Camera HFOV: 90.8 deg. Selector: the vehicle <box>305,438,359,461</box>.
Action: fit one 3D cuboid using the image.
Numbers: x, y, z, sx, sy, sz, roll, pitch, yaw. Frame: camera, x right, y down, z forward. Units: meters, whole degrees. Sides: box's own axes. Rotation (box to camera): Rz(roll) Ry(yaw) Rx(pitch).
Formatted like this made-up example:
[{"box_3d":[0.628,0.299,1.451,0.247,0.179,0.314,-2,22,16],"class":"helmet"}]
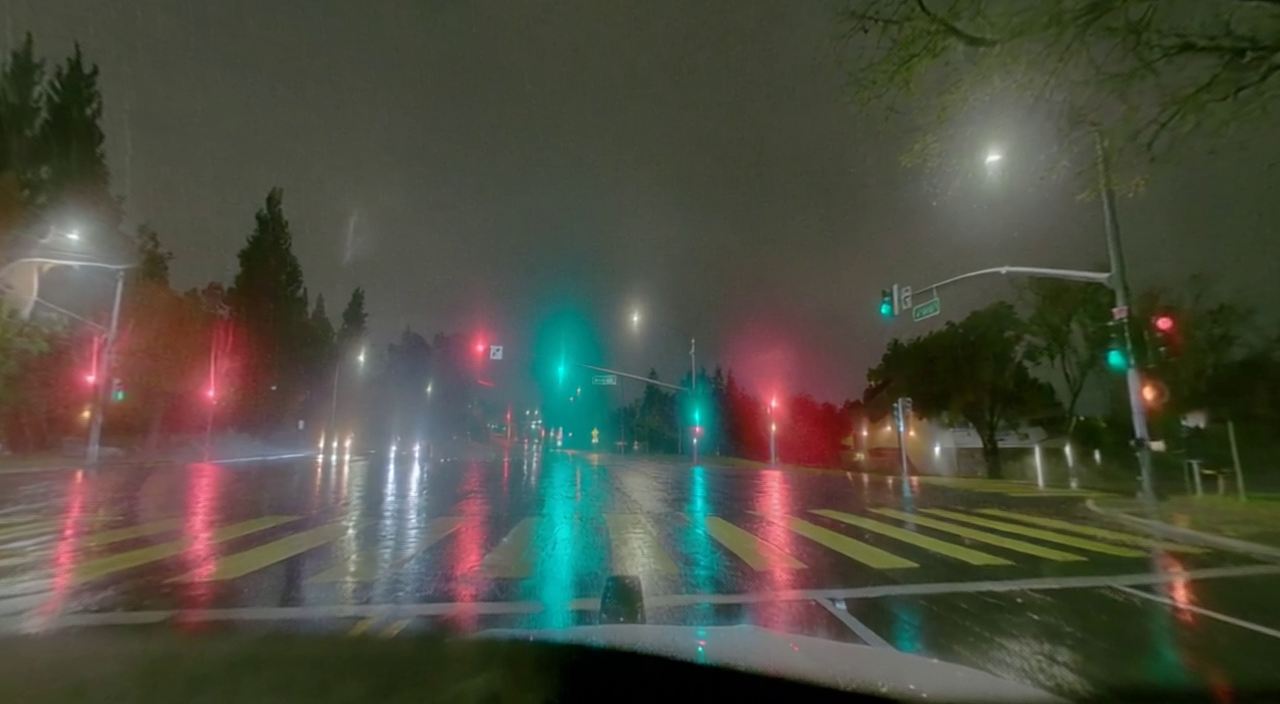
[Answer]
[{"box_3d":[-20.415,6.466,42.074,1.918,1.432,4.433,1,-9,-8],"class":"vehicle"}]
